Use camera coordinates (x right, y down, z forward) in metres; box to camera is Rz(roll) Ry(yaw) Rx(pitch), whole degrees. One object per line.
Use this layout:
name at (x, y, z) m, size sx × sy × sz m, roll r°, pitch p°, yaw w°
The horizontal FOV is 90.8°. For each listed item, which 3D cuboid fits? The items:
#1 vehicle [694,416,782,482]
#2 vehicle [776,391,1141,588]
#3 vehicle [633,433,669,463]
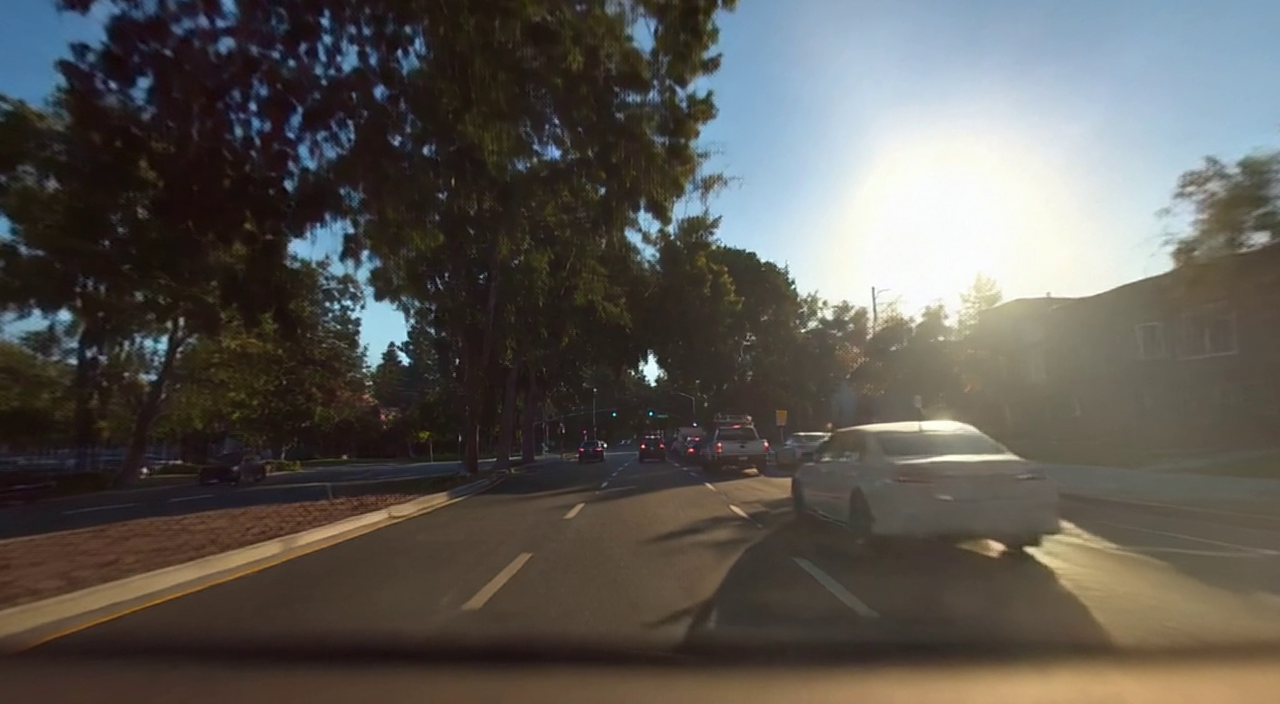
vehicle at (3.345, 3.517, 23.081) m, size 2.268 × 2.090 × 6.113 m, roll 0°, pitch -8°, yaw 0°
vehicle at (3.266, 1.527, 7.872) m, size 2.041 × 1.688 × 4.717 m, roll 0°, pitch -8°, yaw 0°
vehicle at (0.636, 5.866, 38.577) m, size 2.052 × 1.693 × 4.554 m, roll 0°, pitch -8°, yaw 1°
